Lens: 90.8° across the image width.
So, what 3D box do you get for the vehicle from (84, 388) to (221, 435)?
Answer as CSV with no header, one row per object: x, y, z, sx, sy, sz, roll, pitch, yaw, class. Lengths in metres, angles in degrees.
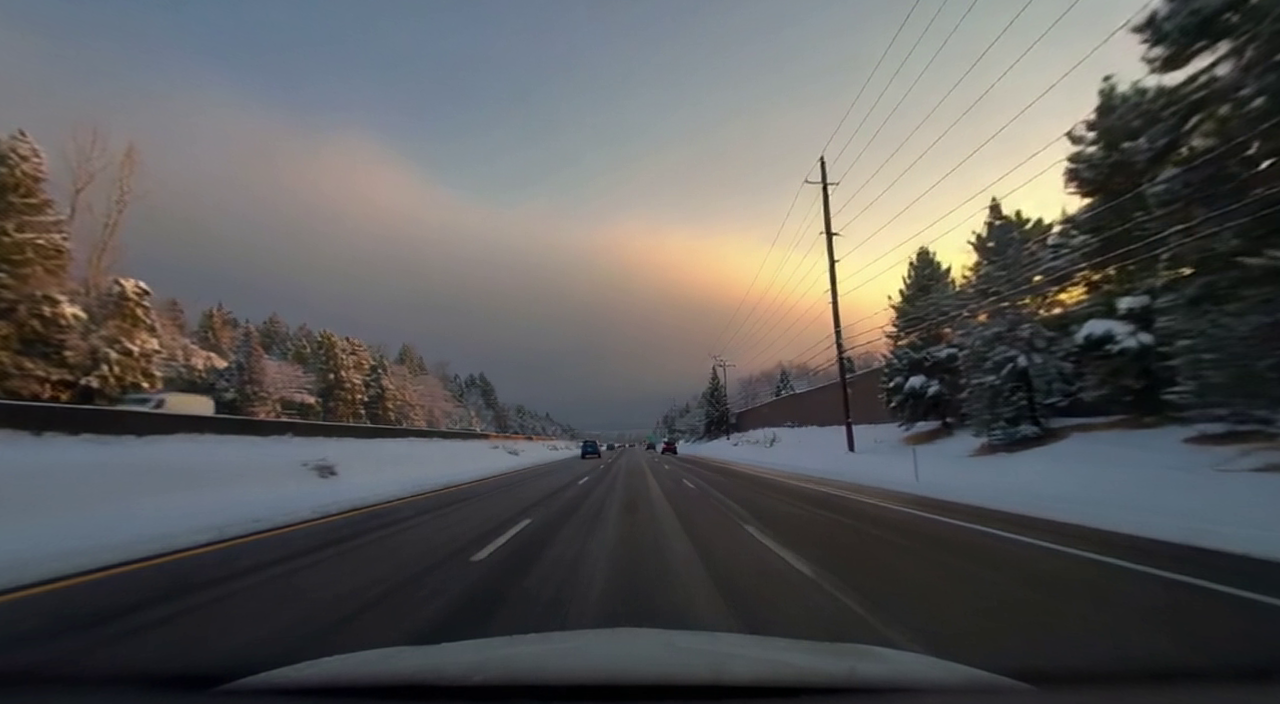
-33.384,4.262,43.849,2.941,2.815,8.291,0,-8,0,vehicle
